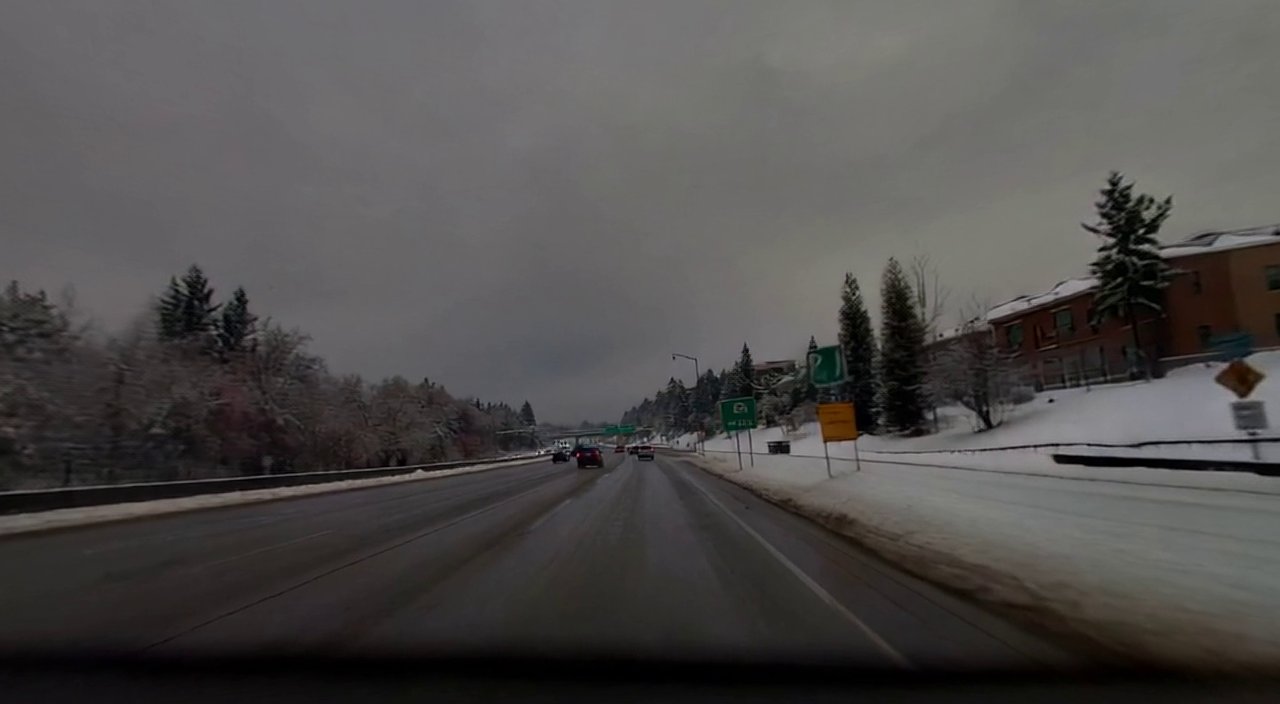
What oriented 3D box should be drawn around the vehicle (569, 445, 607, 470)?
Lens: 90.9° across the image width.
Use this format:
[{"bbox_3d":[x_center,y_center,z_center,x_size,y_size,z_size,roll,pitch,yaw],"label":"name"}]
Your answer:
[{"bbox_3d":[-3.334,6.868,41.325,2.112,1.489,4.266,0,-8,0],"label":"vehicle"}]
